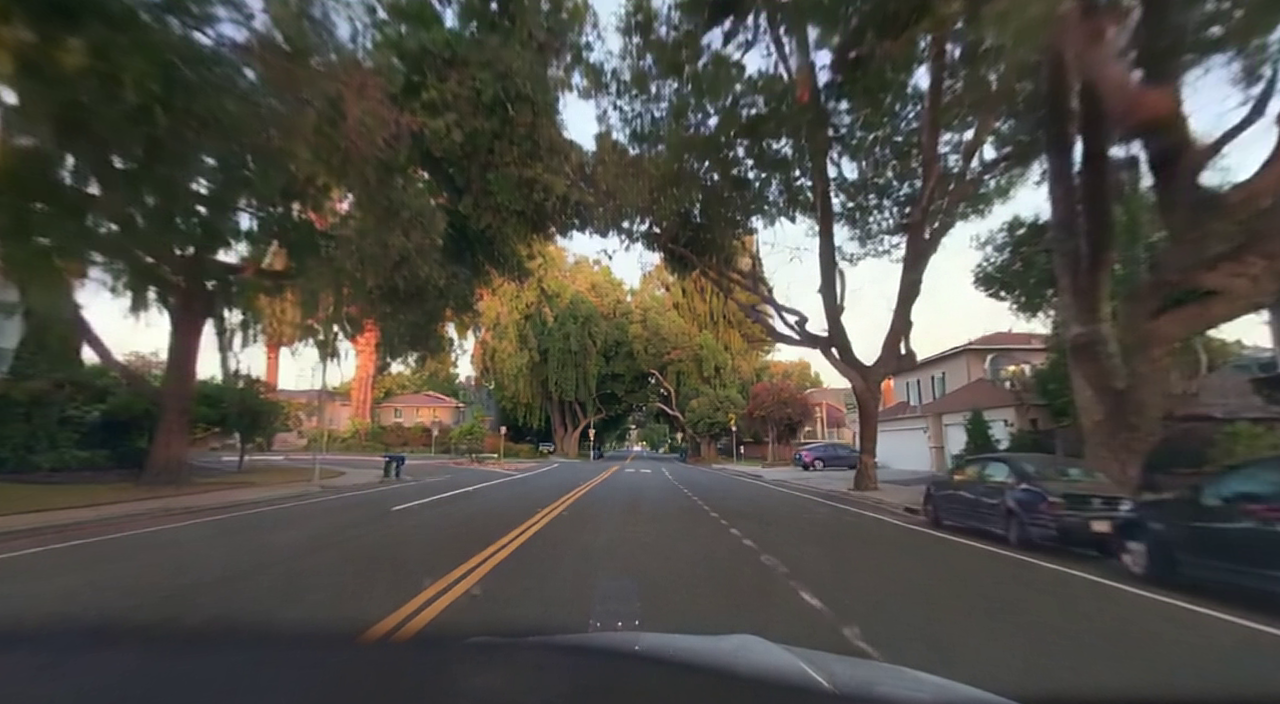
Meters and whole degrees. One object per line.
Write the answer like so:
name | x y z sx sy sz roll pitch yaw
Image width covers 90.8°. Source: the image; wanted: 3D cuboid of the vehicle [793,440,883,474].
vehicle | 11.213 5.953 36.065 4.453 1.590 1.861 -3 -7 3

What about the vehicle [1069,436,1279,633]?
vehicle | 6.025 1.455 5.074 1.893 1.543 4.434 0 -9 -2
